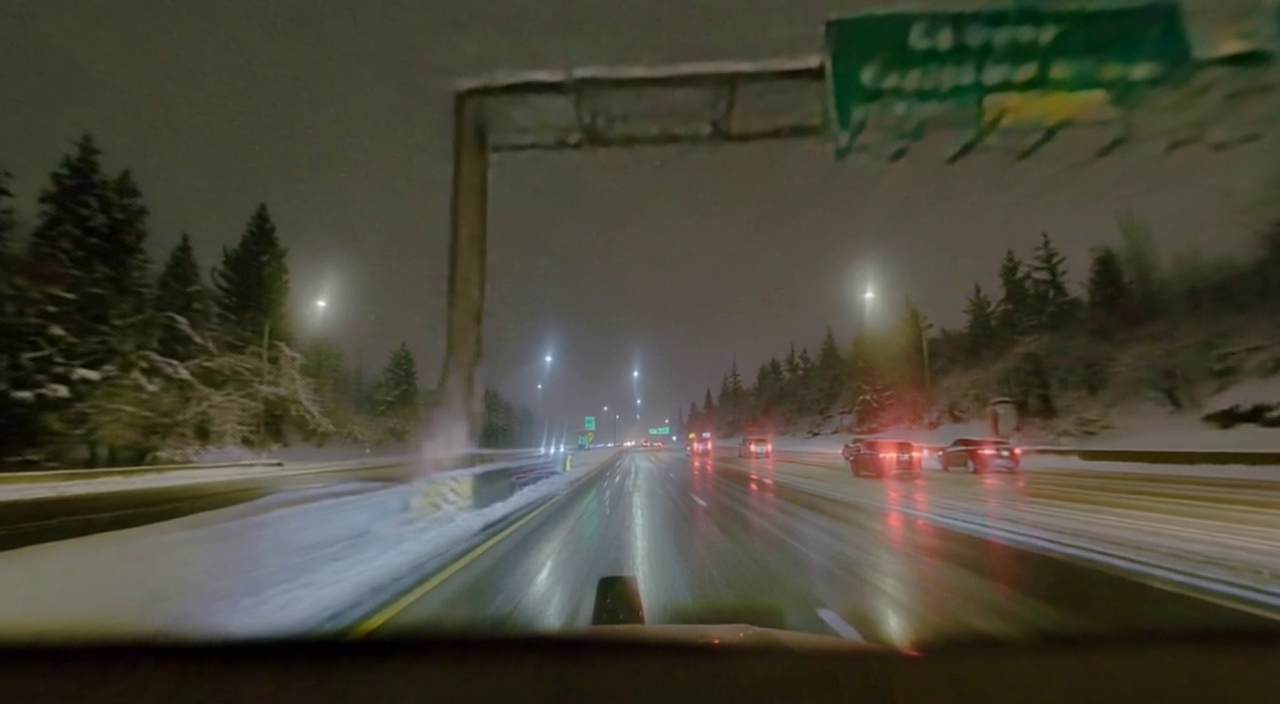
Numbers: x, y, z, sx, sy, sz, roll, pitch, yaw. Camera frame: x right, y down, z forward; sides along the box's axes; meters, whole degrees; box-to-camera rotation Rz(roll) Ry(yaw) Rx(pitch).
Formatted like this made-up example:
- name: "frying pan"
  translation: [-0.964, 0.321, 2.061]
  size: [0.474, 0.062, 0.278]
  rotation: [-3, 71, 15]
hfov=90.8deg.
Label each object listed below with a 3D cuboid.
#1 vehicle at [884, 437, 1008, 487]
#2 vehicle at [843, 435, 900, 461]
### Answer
- name: "vehicle"
  translation: [9.527, 3.451, 20.089]
  size: [1.836, 1.418, 4.132]
  rotation: [0, -9, -1]
- name: "vehicle"
  translation: [16.441, 6.880, 45.218]
  size: [2.034, 1.698, 5.065]
  rotation: [0, -9, -2]
